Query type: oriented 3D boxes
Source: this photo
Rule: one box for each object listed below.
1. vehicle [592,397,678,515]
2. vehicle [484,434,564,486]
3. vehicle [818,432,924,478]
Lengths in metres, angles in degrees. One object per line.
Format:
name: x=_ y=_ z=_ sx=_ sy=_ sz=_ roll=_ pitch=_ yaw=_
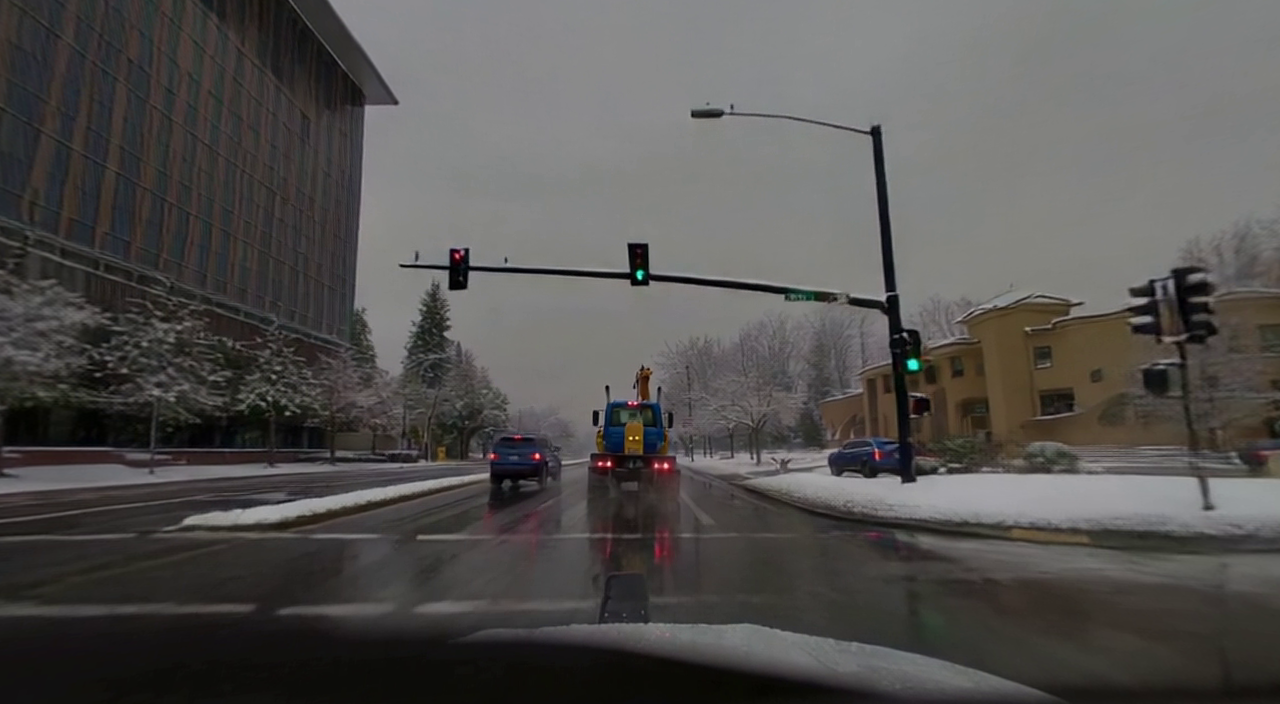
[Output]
vehicle: x=-0.306 y=3.905 z=24.359 sx=2.552 sy=3.461 sz=11.044 roll=1 pitch=-8 yaw=-2
vehicle: x=-4.024 y=3.827 z=22.621 sx=2.081 sy=1.688 sz=4.235 roll=0 pitch=-9 yaw=0
vehicle: x=9.910 y=4.467 z=27.572 sx=2.186 sy=1.783 sz=4.716 roll=2 pitch=-9 yaw=-11
